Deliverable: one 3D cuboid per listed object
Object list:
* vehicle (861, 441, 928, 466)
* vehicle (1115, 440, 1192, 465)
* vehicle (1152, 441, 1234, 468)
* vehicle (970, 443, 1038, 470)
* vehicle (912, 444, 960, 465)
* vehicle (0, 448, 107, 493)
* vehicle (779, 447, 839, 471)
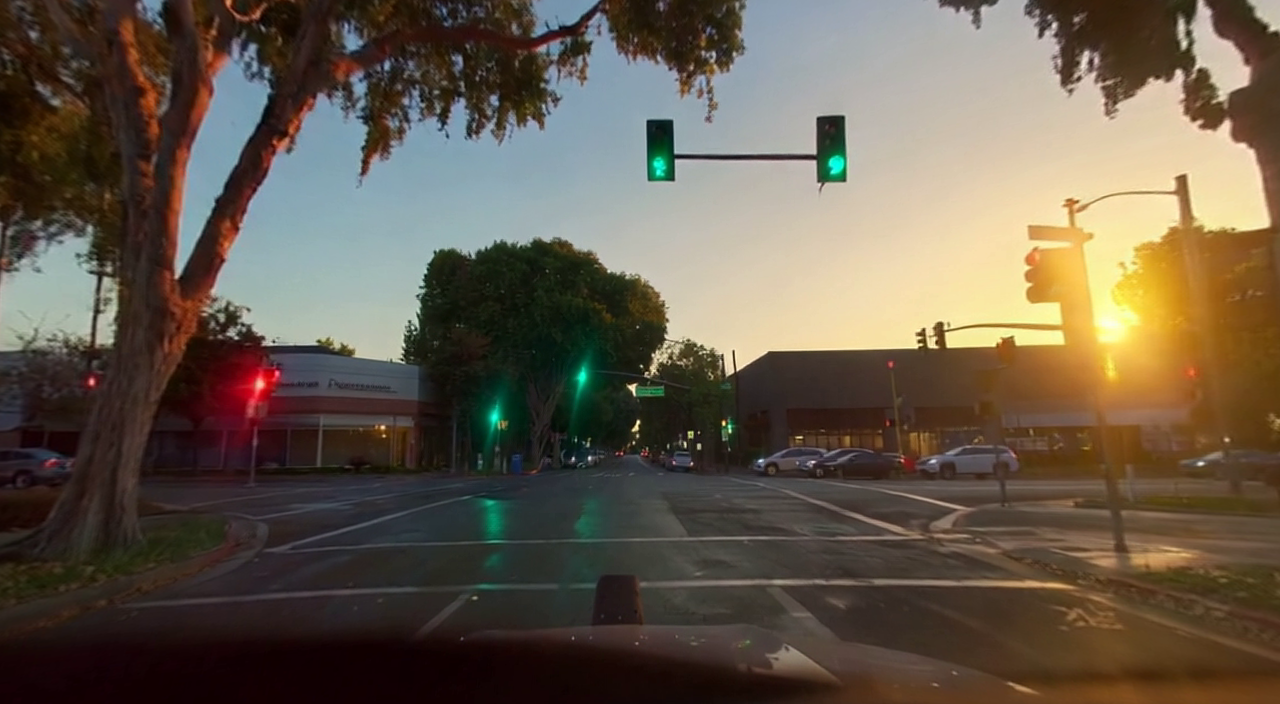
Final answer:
[{"bbox_3d":[16.949,6.760,41.643,4.522,1.546,1.941,6,-11,-35],"label":"vehicle"},{"bbox_3d":[29.078,5.688,35.591,1.591,1.332,3.202,-2,-8,0],"label":"vehicle"},{"bbox_3d":[31.448,5.826,35.762,1.612,1.402,3.320,-1,-9,0],"label":"vehicle"},{"bbox_3d":[20.949,5.993,36.243,1.851,1.388,3.475,0,-7,1],"label":"vehicle"},{"bbox_3d":[21.844,7.598,46.397,1.923,1.463,3.758,-1,-9,3],"label":"vehicle"},{"bbox_3d":[-22.824,4.370,23.237,4.362,1.593,1.936,-1,-9,2],"label":"vehicle"},{"bbox_3d":[11.130,7.011,41.220,1.955,1.508,4.295,-9,-12,42],"label":"vehicle"}]
